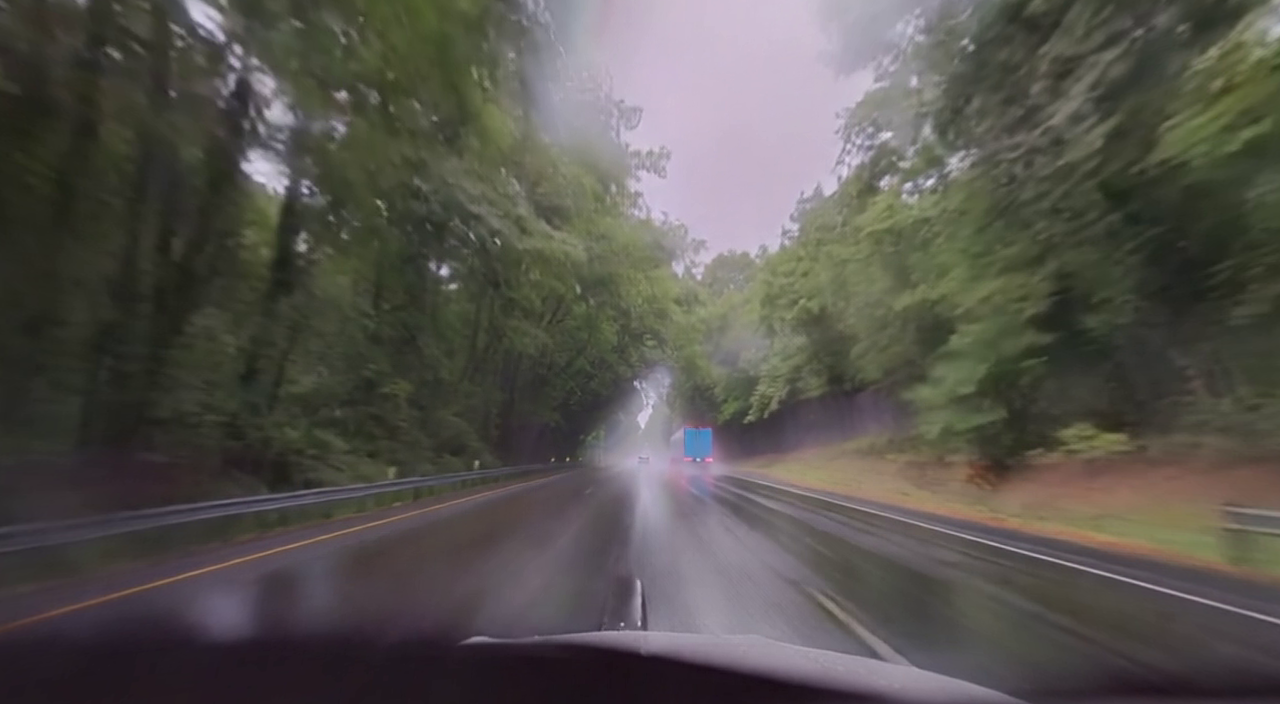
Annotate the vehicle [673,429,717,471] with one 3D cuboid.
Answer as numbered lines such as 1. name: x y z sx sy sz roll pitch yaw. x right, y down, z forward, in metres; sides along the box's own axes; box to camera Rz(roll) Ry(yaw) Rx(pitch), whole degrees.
1. vehicle: 3.908 7.191 46.166 2.572 2.795 5.978 0 -9 -1
